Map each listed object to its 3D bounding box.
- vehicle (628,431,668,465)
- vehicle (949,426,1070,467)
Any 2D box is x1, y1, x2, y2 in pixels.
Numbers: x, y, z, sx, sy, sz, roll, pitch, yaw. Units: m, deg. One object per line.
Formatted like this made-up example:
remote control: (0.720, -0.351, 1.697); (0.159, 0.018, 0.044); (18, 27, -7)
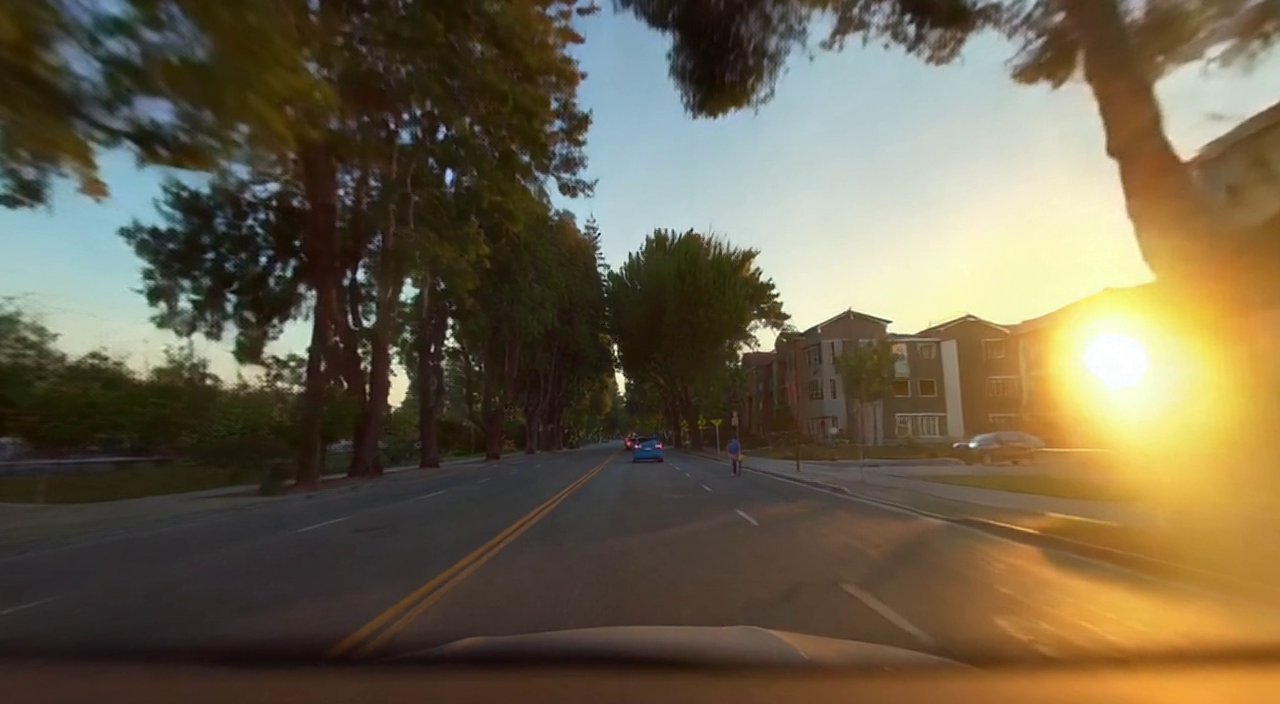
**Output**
vehicle: (0.373, 5.069, 33.317); (1.981, 1.703, 3.691); (0, -8, 0)
vehicle: (17.197, 4.415, 29.496); (4.237, 1.819, 2.245); (0, -9, 0)
